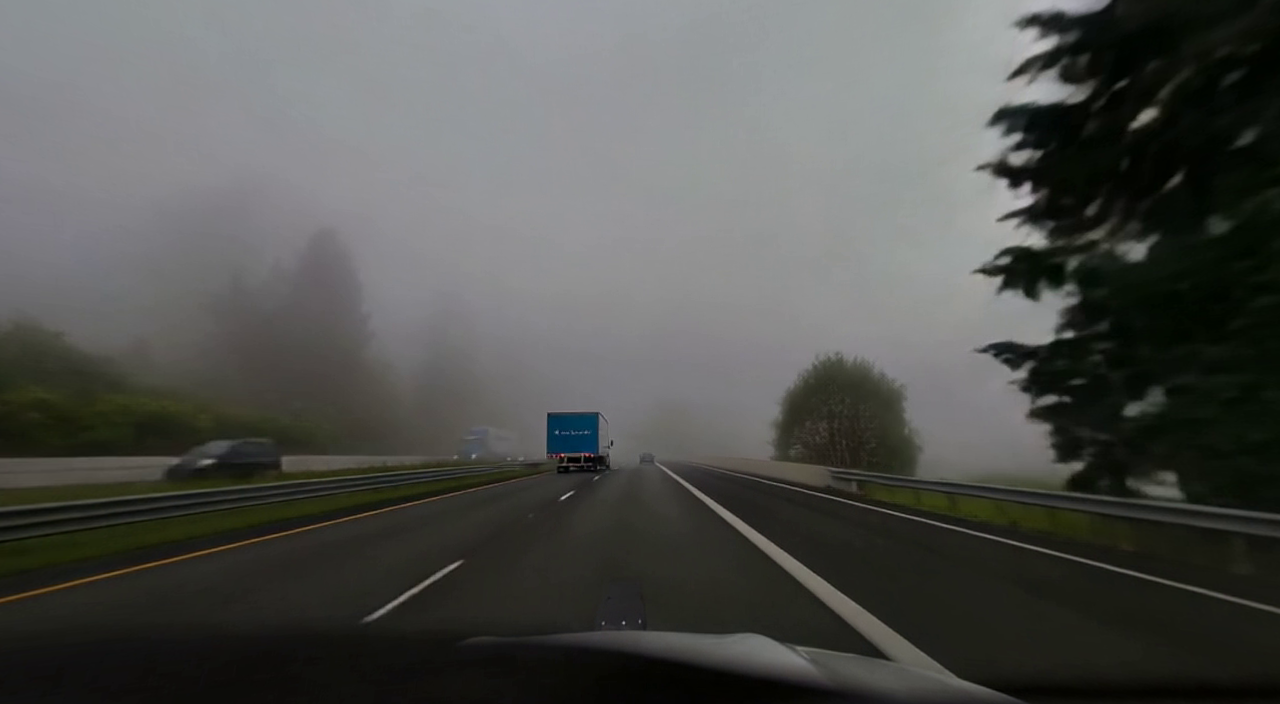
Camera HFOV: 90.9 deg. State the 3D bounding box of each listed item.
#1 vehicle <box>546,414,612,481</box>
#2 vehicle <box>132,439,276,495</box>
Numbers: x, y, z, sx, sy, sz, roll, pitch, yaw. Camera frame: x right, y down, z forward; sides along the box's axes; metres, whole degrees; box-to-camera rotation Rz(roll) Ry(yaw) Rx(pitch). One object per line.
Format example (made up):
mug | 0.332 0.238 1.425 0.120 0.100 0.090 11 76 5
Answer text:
vehicle | -3.036 5.048 33.286 2.695 3.151 6.885 0 -9 0
vehicle | -16.917 4.449 24.839 2.052 1.943 4.963 0 -9 1
